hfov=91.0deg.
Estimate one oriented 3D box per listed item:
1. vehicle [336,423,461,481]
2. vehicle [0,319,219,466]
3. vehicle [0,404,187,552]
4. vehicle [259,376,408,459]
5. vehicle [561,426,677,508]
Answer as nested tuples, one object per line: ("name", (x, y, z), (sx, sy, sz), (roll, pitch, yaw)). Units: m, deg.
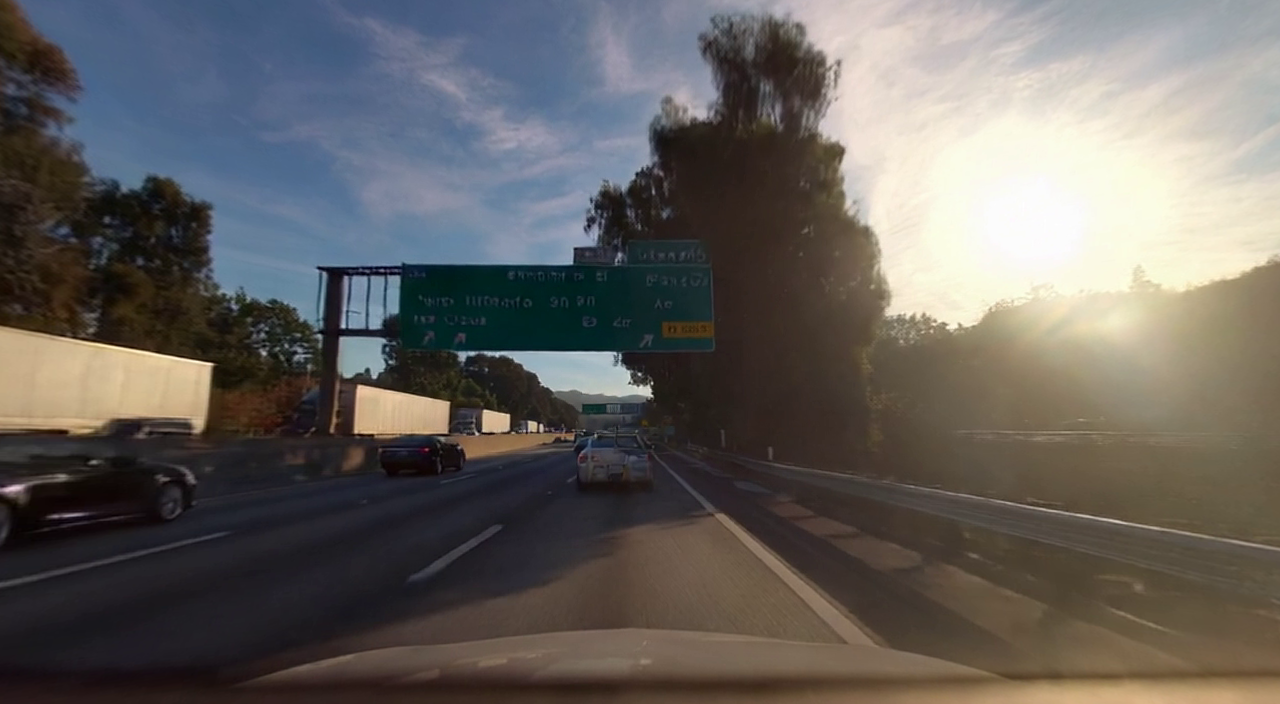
("vehicle", (-7.688, 3.234, 20.590), (2.325, 1.663, 4.426), (0, -8, 0))
("vehicle", (-18.945, 1.294, 18.415), (2.886, 3.979, 15.186), (0, -8, 0))
("vehicle", (-7.728, 1.422, 7.277), (2.088, 1.531, 3.791), (0, -8, 1))
("vehicle", (-15.091, 3.512, 32.061), (3.034, 3.627, 9.026), (0, -8, 0))
("vehicle", (-0.373, 2.435, 13.881), (2.127, 1.497, 4.445), (0, -8, 0))
